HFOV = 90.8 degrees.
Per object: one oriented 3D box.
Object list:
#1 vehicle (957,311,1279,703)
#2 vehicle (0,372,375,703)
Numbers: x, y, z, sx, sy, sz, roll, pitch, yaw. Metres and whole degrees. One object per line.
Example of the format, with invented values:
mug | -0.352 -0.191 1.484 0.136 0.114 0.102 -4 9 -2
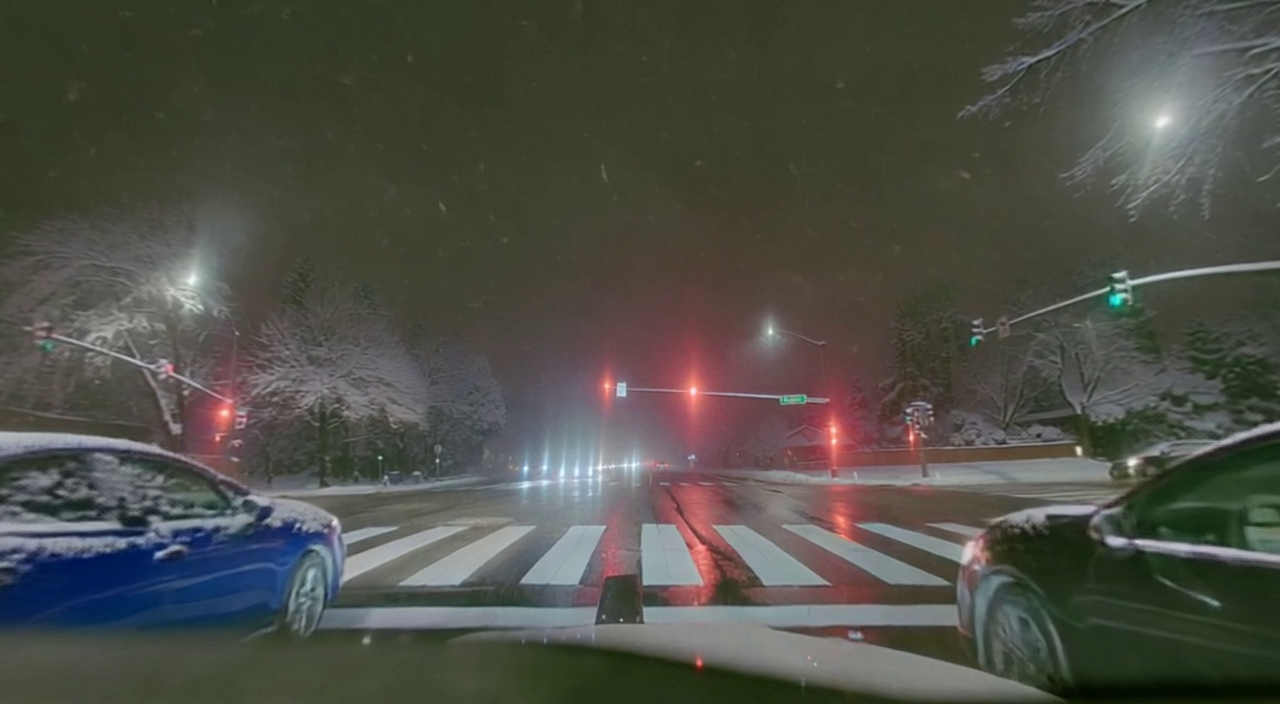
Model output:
vehicle | 2.865 0.653 1.309 2.099 1.671 4.491 0 -9 1
vehicle | -2.997 0.947 2.777 1.969 1.513 3.773 0 -9 1
